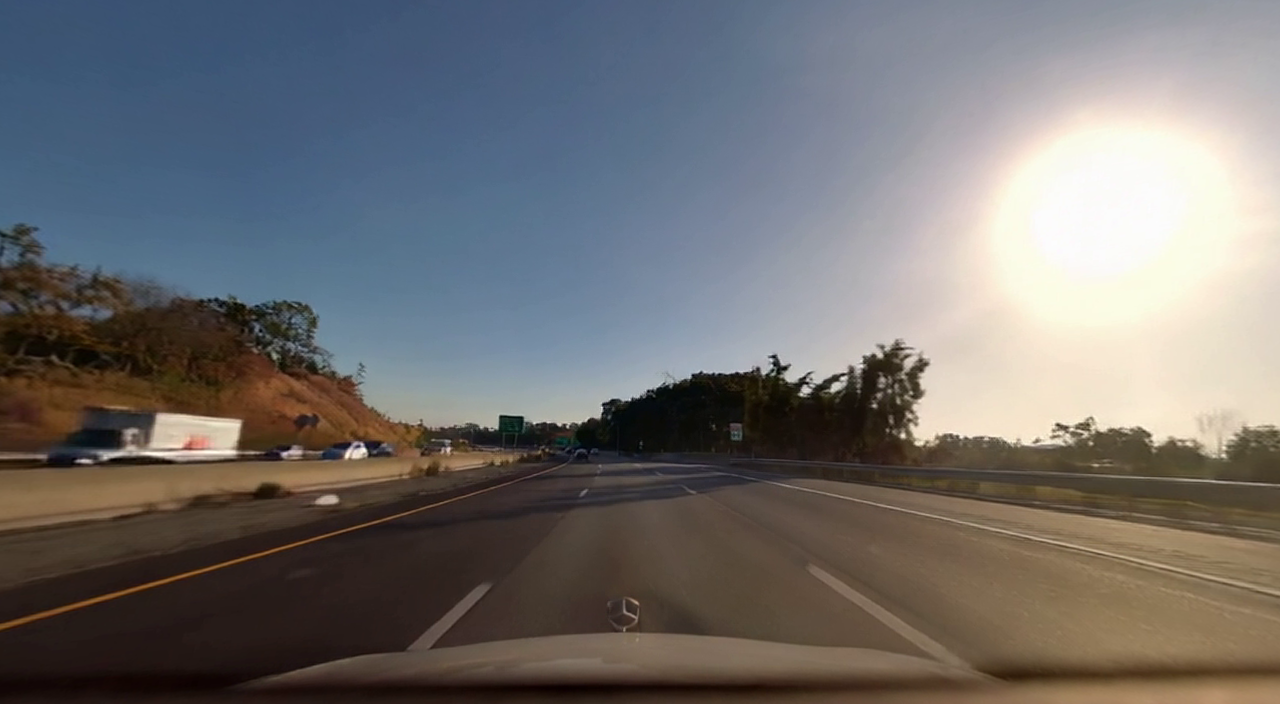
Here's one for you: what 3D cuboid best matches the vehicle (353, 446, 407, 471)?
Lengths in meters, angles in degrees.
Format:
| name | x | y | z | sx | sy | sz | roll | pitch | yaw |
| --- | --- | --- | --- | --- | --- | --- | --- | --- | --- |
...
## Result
| name | x | y | z | sx | sy | sz | roll | pitch | yaw |
| --- | --- | --- | --- | --- | --- | --- | --- | --- | --- |
| vehicle | -15.989 | 6.574 | 38.763 | 1.750 | 1.437 | 3.997 | 0 | -9 | -3 |

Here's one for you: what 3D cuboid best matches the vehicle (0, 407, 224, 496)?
| name | x | y | z | sx | sy | sz | roll | pitch | yaw |
| --- | --- | --- | --- | --- | --- | --- | --- | --- | --- |
| vehicle | -14.556 | 2.763 | 17.464 | 2.201 | 2.054 | 5.510 | 0 | -9 | -1 |

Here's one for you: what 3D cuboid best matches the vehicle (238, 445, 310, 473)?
| name | x | y | z | sx | sy | sz | roll | pitch | yaw |
| --- | --- | --- | --- | --- | --- | --- | --- | --- | --- |
| vehicle | -20.509 | 6.004 | 35.325 | 1.804 | 1.484 | 3.917 | 0 | -9 | -3 |

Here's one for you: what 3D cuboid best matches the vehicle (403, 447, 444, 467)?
| name | x | y | z | sx | sy | sz | roll | pitch | yaw |
| --- | --- | --- | --- | --- | --- | --- | --- | --- | --- |
| vehicle | -16.492 | 8.023 | 47.980 | 1.791 | 1.478 | 4.072 | 0 | -9 | -2 |

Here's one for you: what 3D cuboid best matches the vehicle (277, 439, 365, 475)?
| name | x | y | z | sx | sy | sz | roll | pitch | yaw |
| --- | --- | --- | --- | --- | --- | --- | --- | --- | --- |
| vehicle | -15.154 | 5.020 | 30.098 | 1.906 | 1.558 | 4.561 | 0 | -9 | -2 |
